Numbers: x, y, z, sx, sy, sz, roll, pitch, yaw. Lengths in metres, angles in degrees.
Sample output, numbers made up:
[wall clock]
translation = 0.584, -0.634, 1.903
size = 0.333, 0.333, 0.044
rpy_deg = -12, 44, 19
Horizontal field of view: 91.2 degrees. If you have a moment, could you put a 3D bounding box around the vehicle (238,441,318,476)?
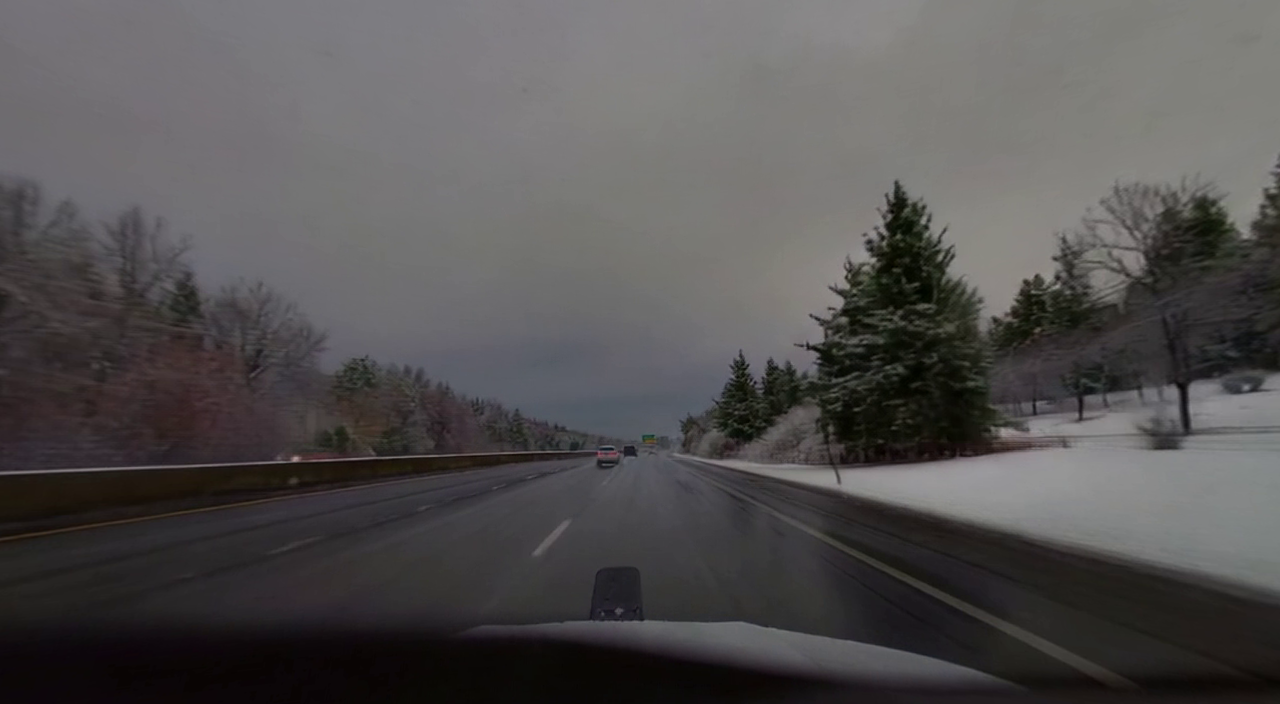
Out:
[vehicle]
translation = -19.229, 5.665, 33.490
size = 1.873, 1.754, 3.936
rpy_deg = 0, -9, 0
